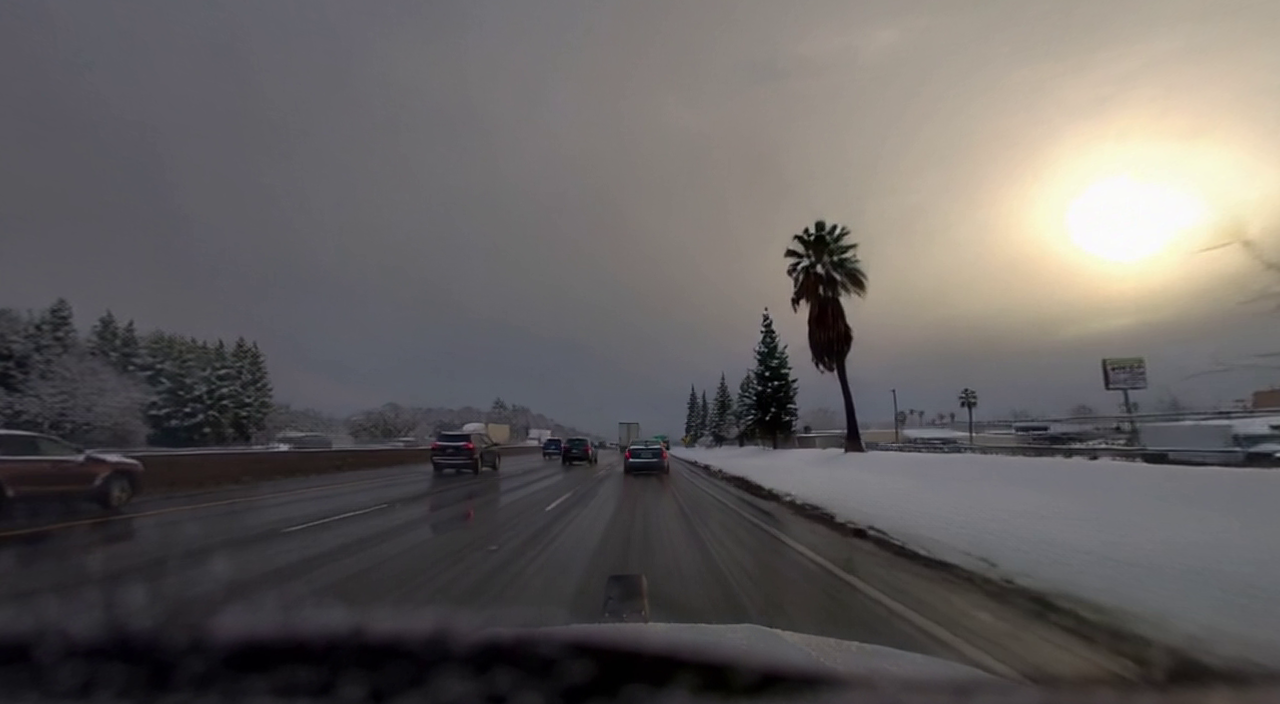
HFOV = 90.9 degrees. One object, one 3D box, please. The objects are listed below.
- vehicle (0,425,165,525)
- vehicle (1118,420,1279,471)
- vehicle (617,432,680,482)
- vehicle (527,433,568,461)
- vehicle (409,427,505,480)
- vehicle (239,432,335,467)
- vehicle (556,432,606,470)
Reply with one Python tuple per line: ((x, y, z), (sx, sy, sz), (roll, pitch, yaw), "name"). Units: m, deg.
((-10.667, 1.974, 10.250), (1.910, 1.501, 5.004), (0, -8, 1), "vehicle")
((35.225, 5.838, 39.670), (2.768, 2.798, 9.669), (0, -8, 0), "vehicle")
((0.289, 3.860, 23.480), (2.136, 1.678, 4.052), (0, -8, 1), "vehicle")
((-6.704, 6.974, 46.406), (2.085, 1.932, 4.967), (0, -8, 2), "vehicle")
((-6.773, 3.818, 23.938), (2.105, 1.790, 4.689), (0, -8, 2), "vehicle")
((-16.944, 4.705, 30.569), (1.900, 1.540, 4.670), (0, -8, 1), "vehicle")
((-3.074, 5.244, 33.598), (2.108, 1.832, 4.549), (0, -8, 2), "vehicle")
